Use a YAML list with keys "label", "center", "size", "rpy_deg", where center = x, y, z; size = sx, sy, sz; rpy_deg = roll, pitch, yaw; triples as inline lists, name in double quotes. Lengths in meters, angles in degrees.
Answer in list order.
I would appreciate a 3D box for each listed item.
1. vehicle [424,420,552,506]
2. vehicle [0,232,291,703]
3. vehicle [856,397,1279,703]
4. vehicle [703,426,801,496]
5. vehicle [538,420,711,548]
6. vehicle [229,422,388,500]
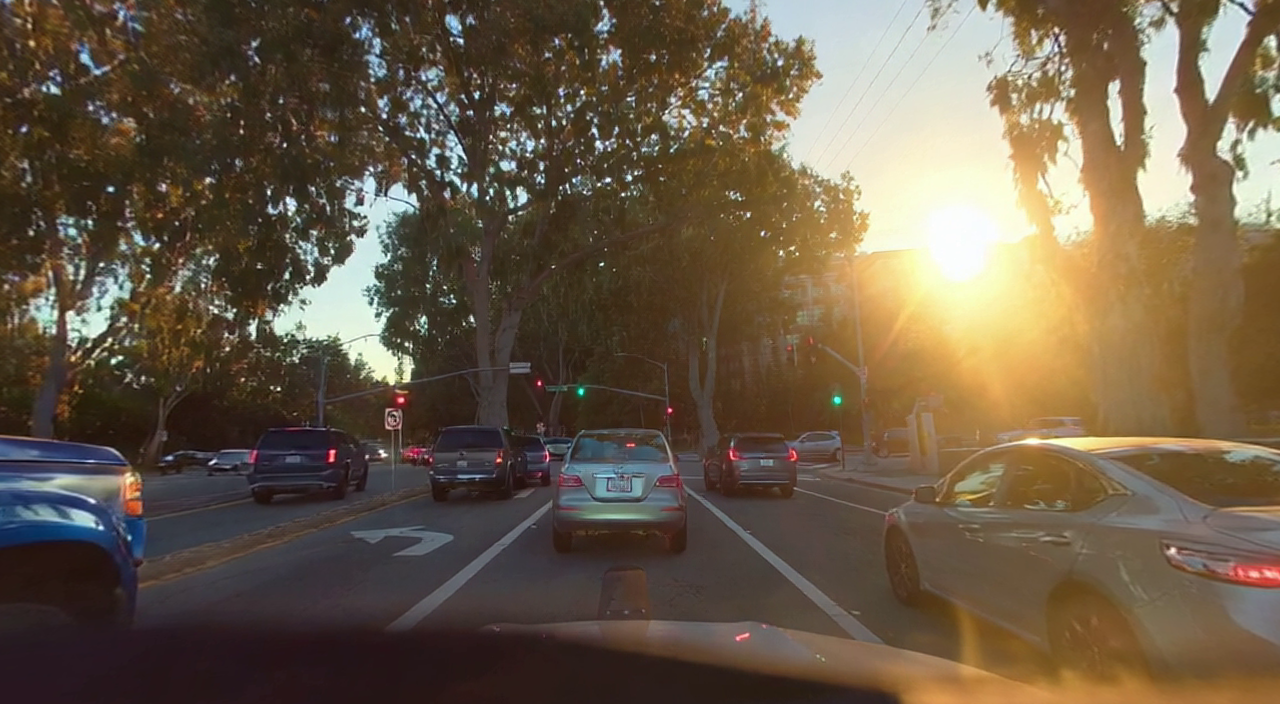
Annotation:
- label: "vehicle"
  center: [-3.651, 2.765, 16.090]
  size: [2.089, 1.857, 4.488]
  rpy_deg: [0, -8, 1]
- label: "vehicle"
  center: [-3.453, 0.441, 0.846]
  size: [2.656, 2.021, 5.800]
  rpy_deg: [0, -8, 0]
- label: "vehicle"
  center: [3.017, 1.121, 3.626]
  size: [1.874, 1.477, 4.698]
  rpy_deg: [0, -8, 0]
- label: "vehicle"
  center: [3.204, 3.225, 19.065]
  size: [2.102, 1.841, 4.587]
  rpy_deg: [0, -8, 0]
- label: "vehicle"
  center: [-0.210, 1.958, 9.937]
  size: [2.194, 1.607, 3.690]
  rpy_deg: [0, -8, 0]
- label: "vehicle"
  center: [-8.414, 2.807, 16.658]
  size: [2.385, 1.687, 5.025]
  rpy_deg: [2, -9, -12]
